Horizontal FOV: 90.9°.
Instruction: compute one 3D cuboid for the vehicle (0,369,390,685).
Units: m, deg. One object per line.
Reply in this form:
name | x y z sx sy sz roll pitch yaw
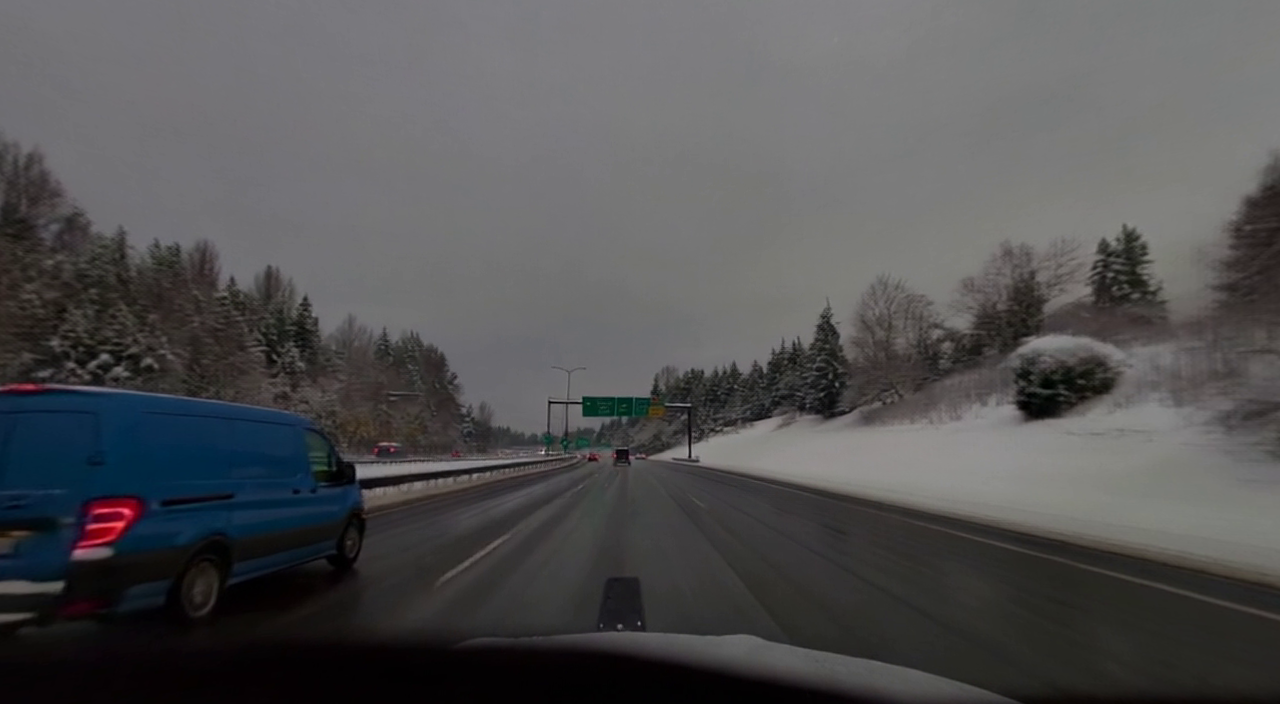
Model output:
vehicle | -4.181 1.325 5.839 1.971 1.795 4.389 0 -9 -1
